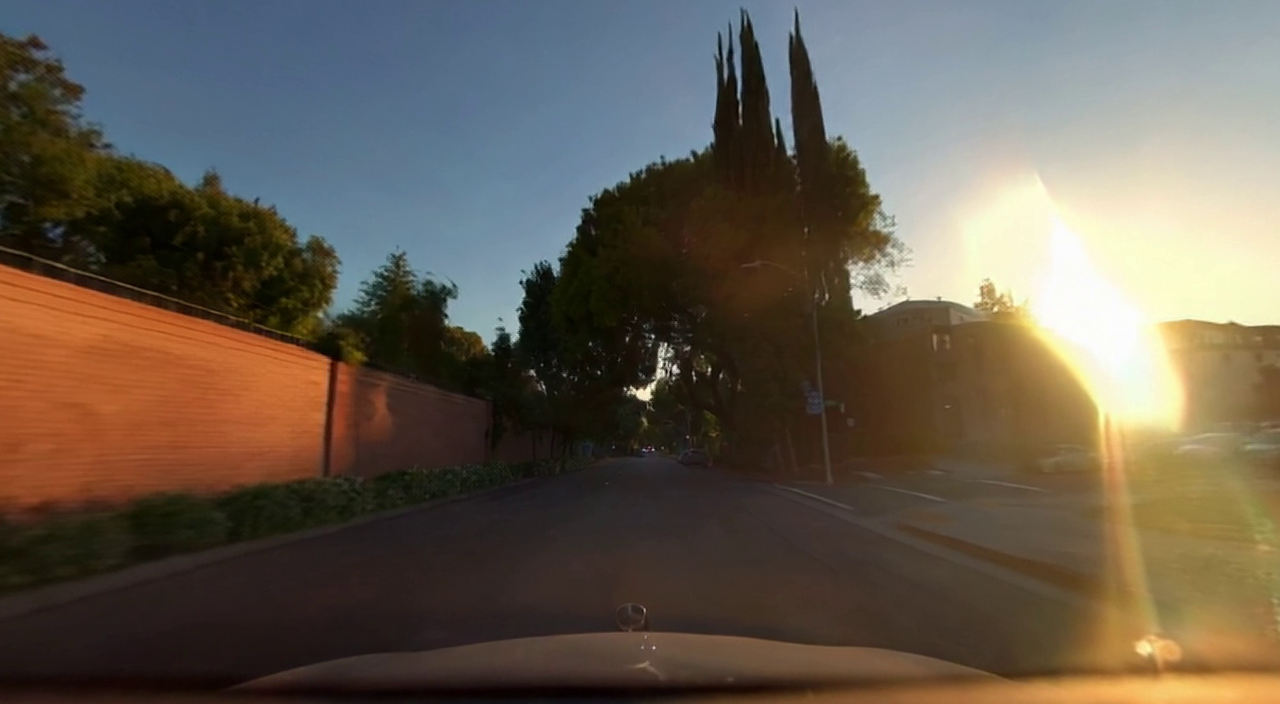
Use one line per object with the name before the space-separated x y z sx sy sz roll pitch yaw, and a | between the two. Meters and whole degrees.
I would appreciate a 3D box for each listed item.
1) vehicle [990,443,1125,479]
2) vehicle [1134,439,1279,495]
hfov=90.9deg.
vehicle | 19.041 5.014 28.896 4.697 1.502 2.124 2 -10 -4
vehicle | 17.764 3.456 19.268 2.149 1.478 4.695 -3 -10 11
